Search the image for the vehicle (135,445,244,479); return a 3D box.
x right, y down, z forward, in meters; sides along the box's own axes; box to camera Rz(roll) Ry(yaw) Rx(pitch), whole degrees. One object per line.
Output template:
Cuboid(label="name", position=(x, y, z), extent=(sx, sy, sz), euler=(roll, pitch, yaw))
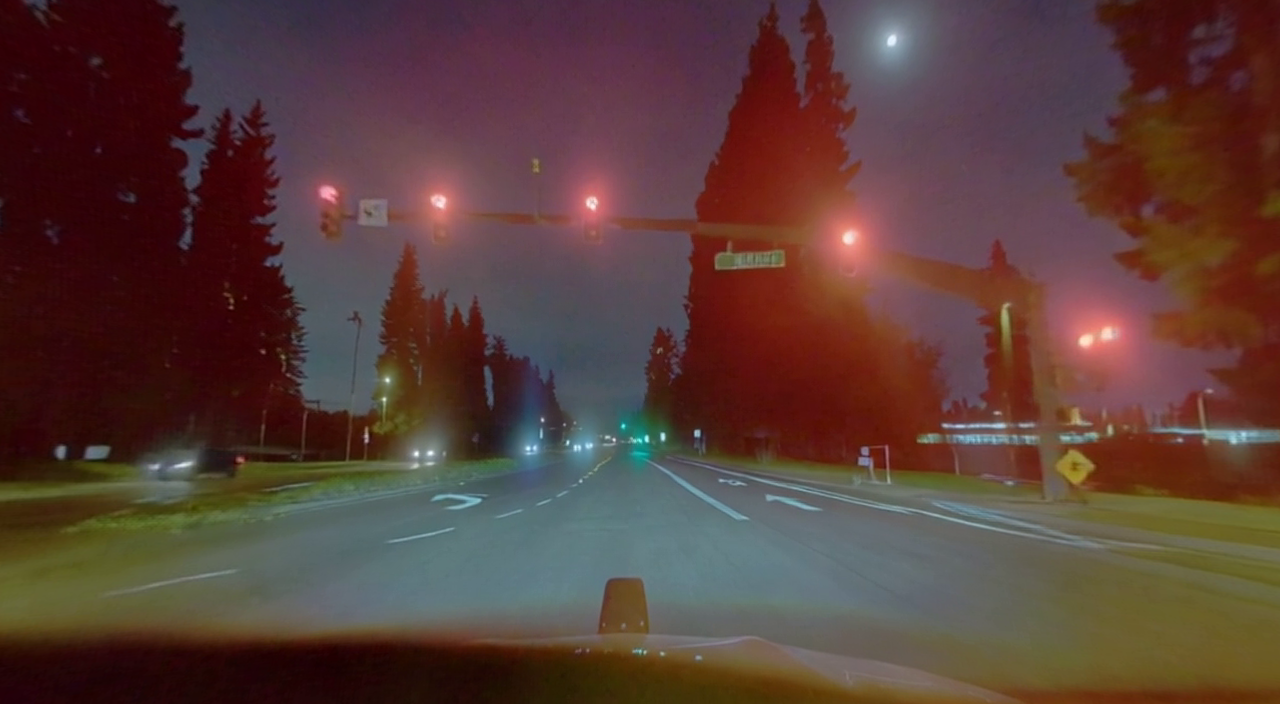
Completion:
Cuboid(label="vehicle", position=(-22.121, 5.402, 31.225), extent=(1.885, 1.479, 4.675), euler=(-1, -8, 1))
